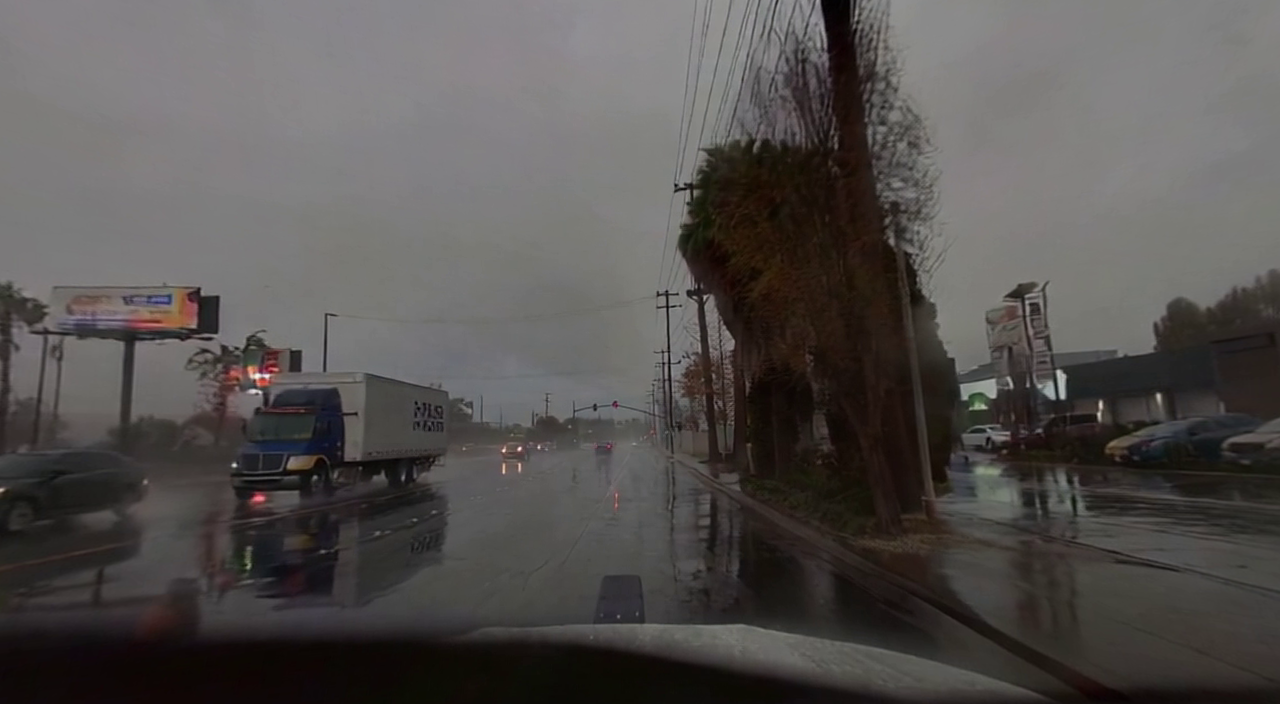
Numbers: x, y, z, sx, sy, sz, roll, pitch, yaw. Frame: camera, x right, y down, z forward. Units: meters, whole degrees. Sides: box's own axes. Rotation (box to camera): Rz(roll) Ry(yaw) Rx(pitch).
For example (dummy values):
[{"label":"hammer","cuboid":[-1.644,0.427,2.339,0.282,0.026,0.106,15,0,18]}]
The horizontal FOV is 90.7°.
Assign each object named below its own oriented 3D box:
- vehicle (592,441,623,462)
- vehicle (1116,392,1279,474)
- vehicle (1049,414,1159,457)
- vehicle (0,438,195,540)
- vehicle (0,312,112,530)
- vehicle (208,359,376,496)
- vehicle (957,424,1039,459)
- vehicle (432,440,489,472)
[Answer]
[{"label":"vehicle","cuboid":[-2.473,7.633,48.794,2.040,1.492,5.114,-1,-8,1]},{"label":"vehicle","cuboid":[15.307,2.245,16.657,2.052,1.837,4.750,-1,-10,4]},{"label":"vehicle","cuboid":[22.237,4.074,30.630,2.010,1.871,4.913,-1,-9,6]},{"label":"vehicle","cuboid":[-10.599,2.534,11.383,1.919,1.512,4.443,-4,-13,0]},{"label":"vehicle","cuboid":[-13.735,0.418,5.995,2.876,4.151,17.071,-1,-8,0]},{"label":"vehicle","cuboid":[-10.645,2.404,19.816,3.027,3.903,3.372,0,-9,1]},{"label":"vehicle","cuboid":[16.910,4.275,30.092,1.697,1.559,3.647,-1,-9,0]},{"label":"vehicle","cuboid":[-10.505,6.094,37.355,2.004,1.745,4.445,-1,-8,1]}]
